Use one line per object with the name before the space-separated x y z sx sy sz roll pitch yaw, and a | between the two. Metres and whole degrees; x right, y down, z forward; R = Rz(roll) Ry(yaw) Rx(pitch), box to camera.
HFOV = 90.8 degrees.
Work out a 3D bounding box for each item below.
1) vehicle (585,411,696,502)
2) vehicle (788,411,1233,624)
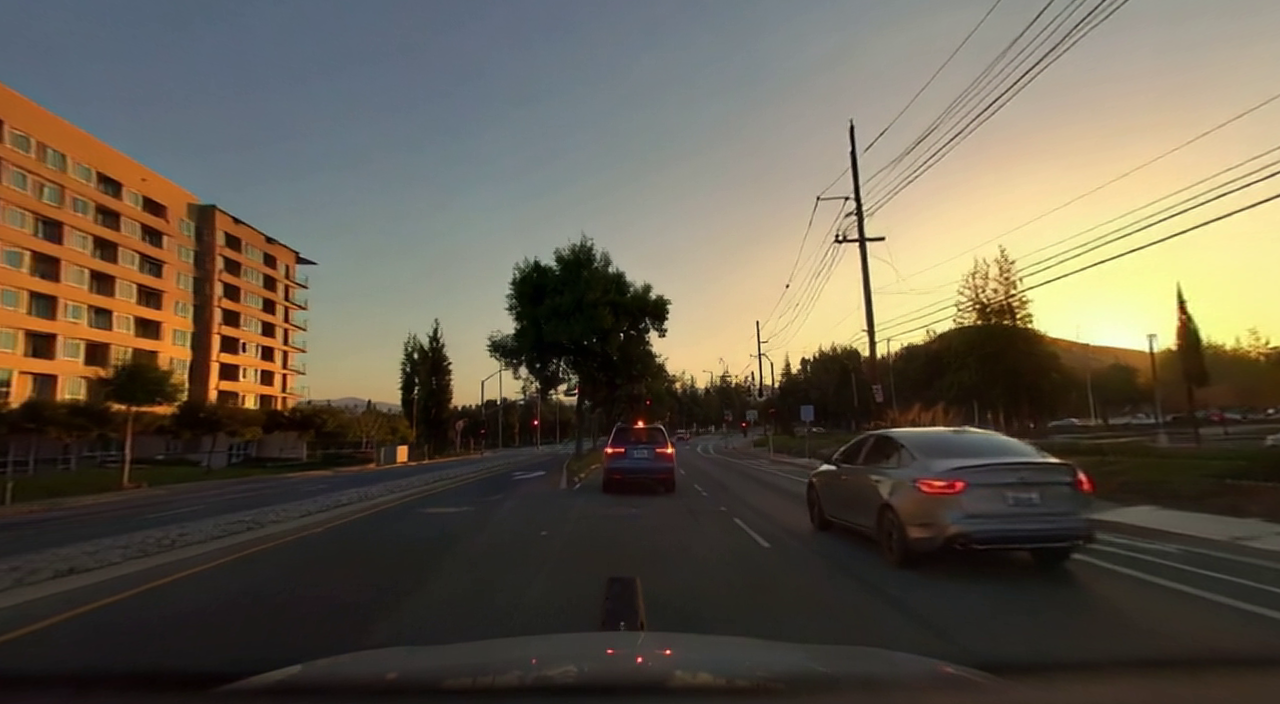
vehicle | 0.014 2.392 14.761 2.189 1.776 4.342 0 -8 0
vehicle | 3.168 1.500 6.815 1.990 1.482 4.575 0 -8 0
